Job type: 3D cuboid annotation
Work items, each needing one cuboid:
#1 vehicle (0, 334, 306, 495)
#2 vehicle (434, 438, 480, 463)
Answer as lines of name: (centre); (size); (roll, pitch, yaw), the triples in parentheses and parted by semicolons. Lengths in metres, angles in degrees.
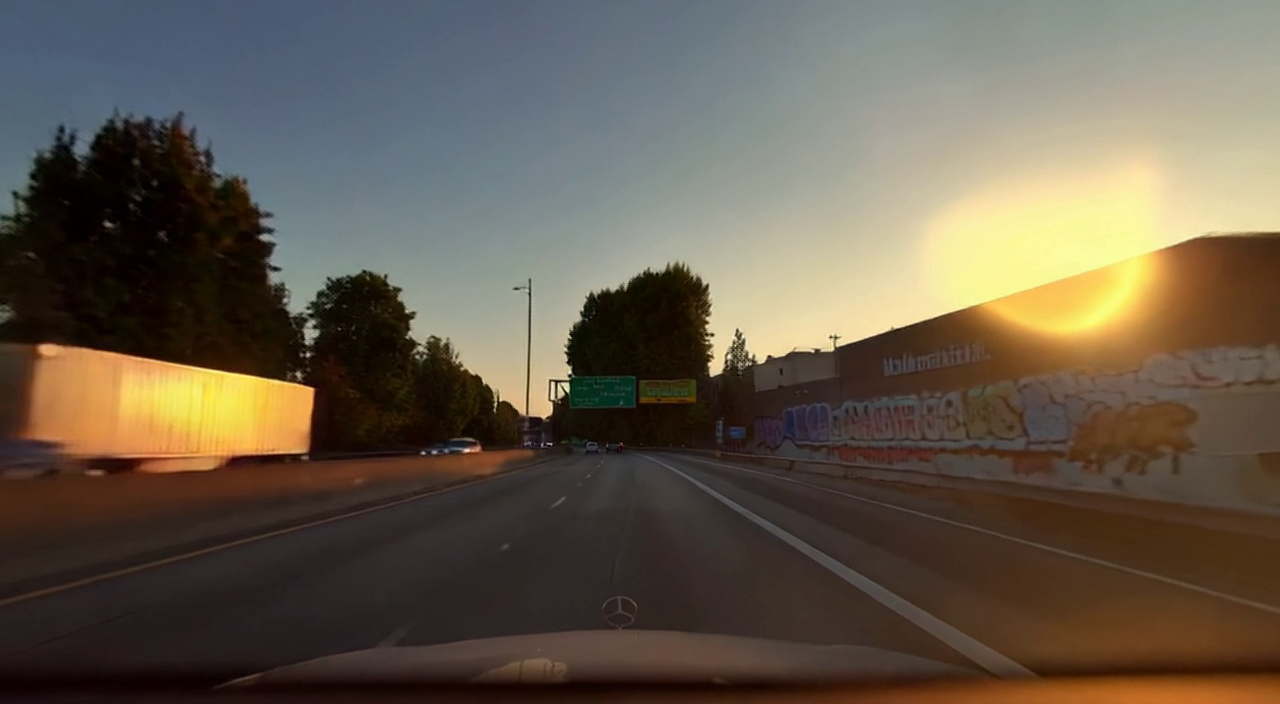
vehicle: (-17.061, 2.502, 22.598); (3.419, 4.108, 13.030); (0, -8, -2)
vehicle: (-13.212, 7.122, 45.736); (2.142, 1.679, 4.358); (0, -8, -1)
